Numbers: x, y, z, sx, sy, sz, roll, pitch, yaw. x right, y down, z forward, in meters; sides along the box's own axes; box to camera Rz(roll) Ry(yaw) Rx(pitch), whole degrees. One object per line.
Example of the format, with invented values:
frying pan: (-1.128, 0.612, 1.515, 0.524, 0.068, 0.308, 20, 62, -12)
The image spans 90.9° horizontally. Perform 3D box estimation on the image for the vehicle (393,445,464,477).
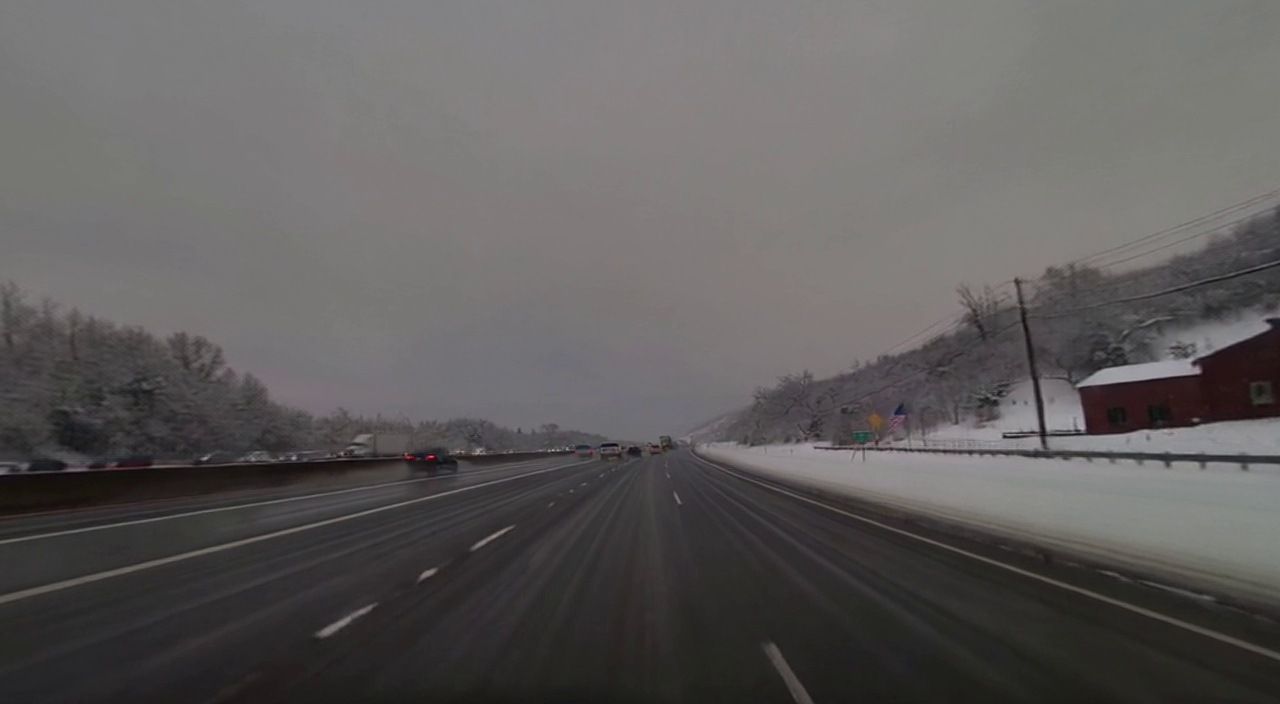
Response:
vehicle: (-10.724, 5.536, 32.345, 1.927, 1.454, 4.395, -1, -8, 2)

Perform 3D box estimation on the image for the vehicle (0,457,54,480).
vehicle: (-41.843, 7.755, 42.082, 1.663, 1.425, 3.819, 0, -8, 1)
